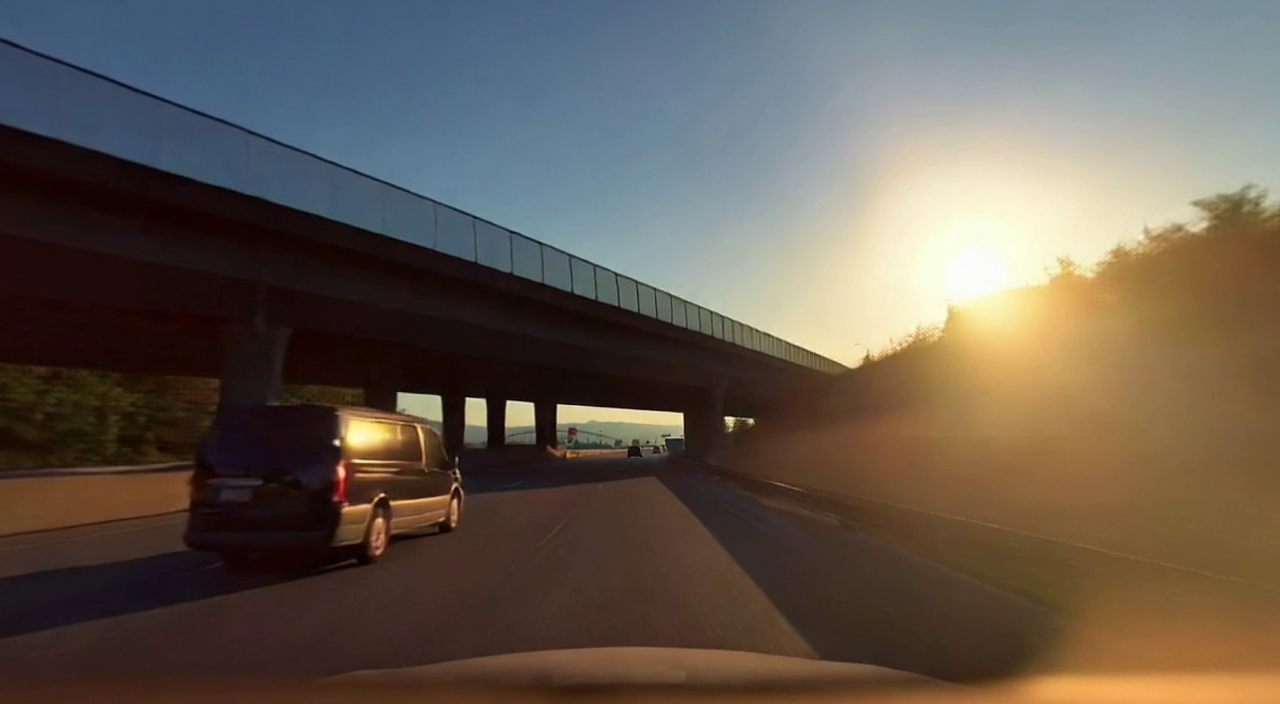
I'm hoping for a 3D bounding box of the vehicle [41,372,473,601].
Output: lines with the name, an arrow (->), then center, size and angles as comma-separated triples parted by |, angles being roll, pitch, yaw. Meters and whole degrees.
vehicle -> -3.921, 1.531, 7.919 | 2.167, 1.929, 5.037 | 0, -9, 1
